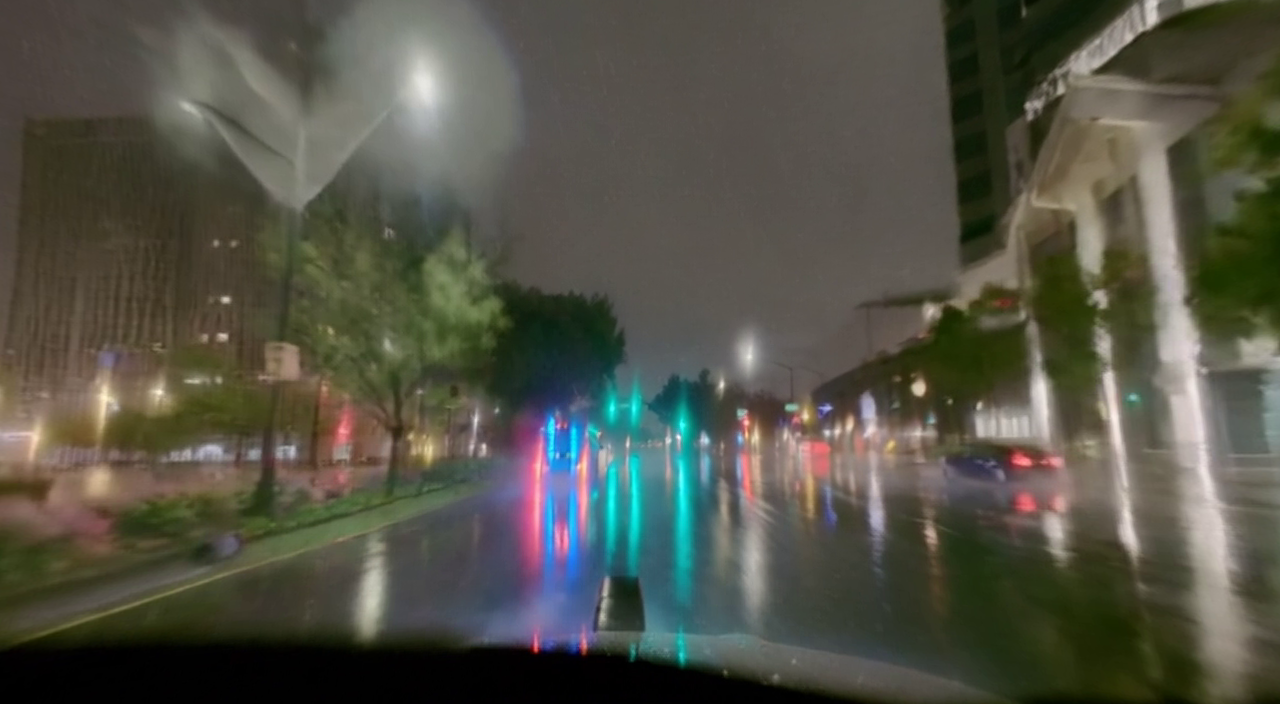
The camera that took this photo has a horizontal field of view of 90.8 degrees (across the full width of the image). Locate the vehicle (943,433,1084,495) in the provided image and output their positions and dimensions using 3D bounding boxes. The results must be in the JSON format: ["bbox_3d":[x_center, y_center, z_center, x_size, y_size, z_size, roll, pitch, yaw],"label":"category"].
[{"bbox_3d":[11.615,3.488,20.074,1.980,1.719,4.422,-1,-9,4],"label":"vehicle"}]

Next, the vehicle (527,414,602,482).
[{"bbox_3d":[-3.307,4.405,29.106,2.633,2.787,5.796,0,-9,1],"label":"vehicle"}]
